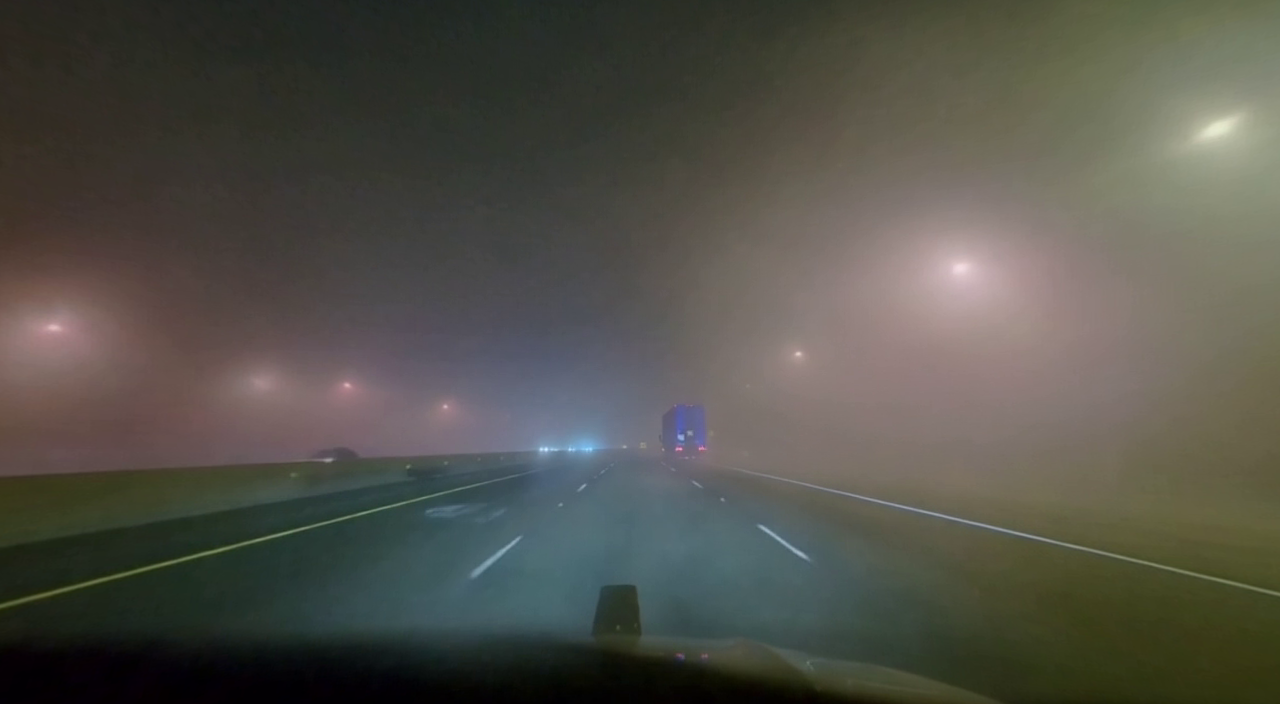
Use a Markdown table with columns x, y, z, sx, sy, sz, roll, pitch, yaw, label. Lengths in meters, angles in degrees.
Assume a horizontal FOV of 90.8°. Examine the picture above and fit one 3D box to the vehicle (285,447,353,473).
| x | y | z | sx | sy | sz | roll | pitch | yaw | label |
| --- | --- | --- | --- | --- | --- | --- | --- | --- | --- |
| -19.282 | 6.465 | 38.179 | 1.798 | 1.453 | 4.393 | 0 | -9 | 0 | vehicle |
